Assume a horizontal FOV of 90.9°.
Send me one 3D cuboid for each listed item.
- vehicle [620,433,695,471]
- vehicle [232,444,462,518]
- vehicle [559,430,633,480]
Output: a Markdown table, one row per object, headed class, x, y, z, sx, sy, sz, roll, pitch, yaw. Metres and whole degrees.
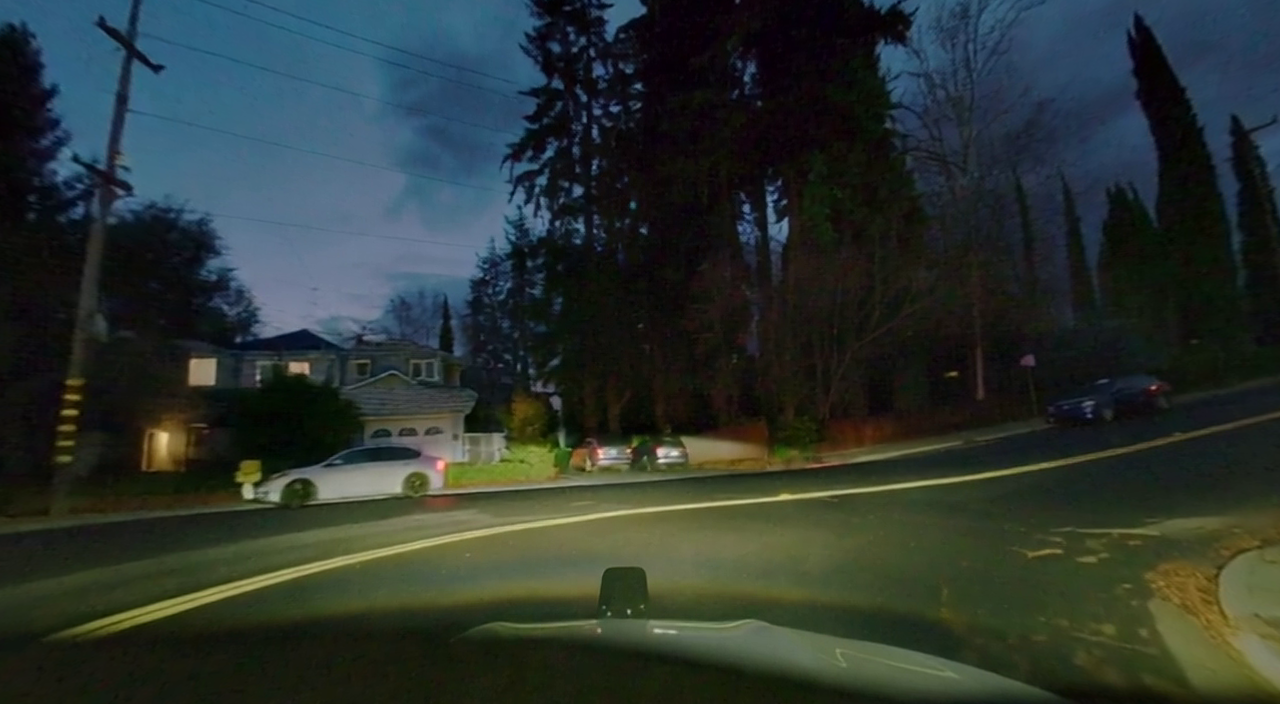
| class | x | y | z | sx | sy | sz | roll | pitch | yaw |
| --- | --- | --- | --- | --- | --- | --- | --- | --- | --- |
| vehicle | 0.756 | 5.089 | 31.796 | 2.216 | 1.728 | 5.118 | 3 | -10 | -17 |
| vehicle | -7.041 | 3.087 | 15.430 | 4.696 | 1.534 | 1.912 | 7 | -12 | -36 |
| vehicle | -2.330 | 5.062 | 31.434 | 2.413 | 1.838 | 4.977 | 5 | -4 | -18 |
